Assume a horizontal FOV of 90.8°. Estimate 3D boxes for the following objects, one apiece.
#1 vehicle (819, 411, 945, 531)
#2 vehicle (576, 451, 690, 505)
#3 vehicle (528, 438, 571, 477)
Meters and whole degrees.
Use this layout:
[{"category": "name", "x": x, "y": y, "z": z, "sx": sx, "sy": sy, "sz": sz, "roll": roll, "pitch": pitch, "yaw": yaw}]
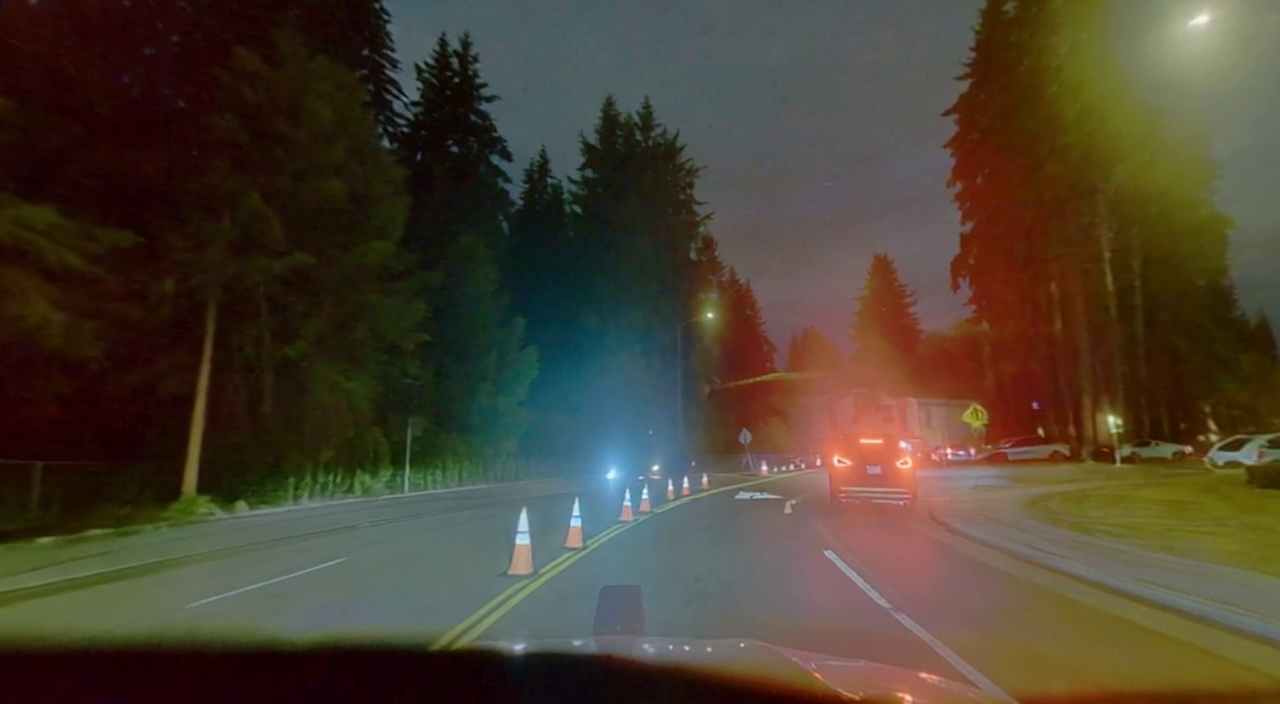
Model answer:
[{"category": "vehicle", "x": 5.069, "y": 2.499, "z": 13.682, "sx": 1.913, "sy": 2.241, "sz": 3.024, "roll": -3, "pitch": -8, "yaw": 11}, {"category": "vehicle", "x": -0.063, "y": 3.779, "z": 19.488, "sx": 1.933, "sy": 1.428, "sz": 4.449, "roll": -4, "pitch": -10, "yaw": 21}, {"category": "vehicle", "x": -6.188, "y": 7.250, "z": 43.389, "sx": 2.665, "sy": 2.465, "sz": 1.532, "roll": 3, "pitch": -7, "yaw": -2}]
